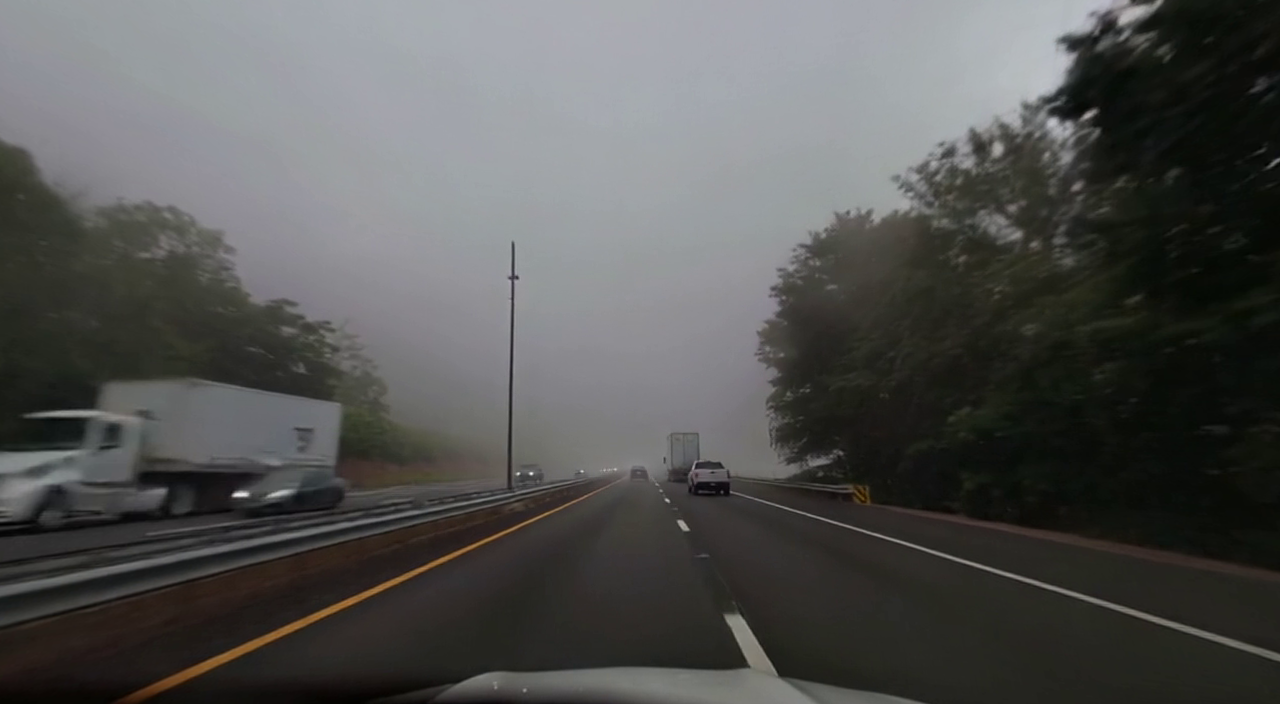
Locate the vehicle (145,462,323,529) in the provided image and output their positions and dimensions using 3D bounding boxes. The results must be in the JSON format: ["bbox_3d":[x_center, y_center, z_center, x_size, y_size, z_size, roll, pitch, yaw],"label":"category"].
[{"bbox_3d":[-10.095,3.581,16.112,1.881,1.438,3.903,1,-10,1],"label":"vehicle"}]

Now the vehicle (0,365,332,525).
[{"bbox_3d":[-14.403,3.219,20.870,2.926,3.944,10.427,1,-10,1],"label":"vehicle"}]

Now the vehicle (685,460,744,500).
[{"bbox_3d":[3.331,5.836,28.975,2.124,1.662,4.641,1,-10,0],"label":"vehicle"}]
